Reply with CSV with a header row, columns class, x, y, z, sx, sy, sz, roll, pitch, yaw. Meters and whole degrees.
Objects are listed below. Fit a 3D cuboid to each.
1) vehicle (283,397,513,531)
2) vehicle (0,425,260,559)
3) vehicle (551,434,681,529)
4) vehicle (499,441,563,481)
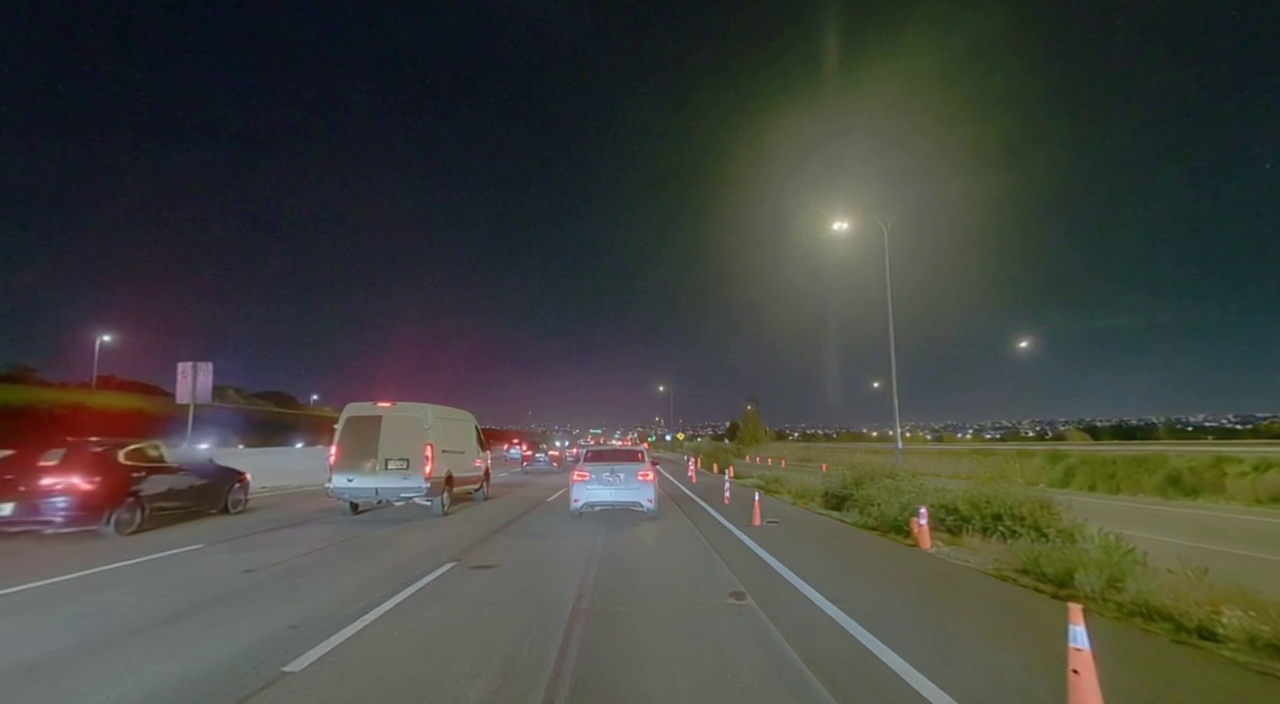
class,x,y,z,sx,sy,sz,roll,pitch,yaw
vehicle,-4.258,2.130,12.521,2.324,2.012,5.740,0,-9,-1
vehicle,-7.933,1.911,9.357,1.930,1.506,4.279,0,-9,0
vehicle,-0.426,2.367,12.101,2.069,1.484,3.918,0,-9,-1
vehicle,-4.229,4.274,25.034,1.824,1.459,4.007,0,-9,0
